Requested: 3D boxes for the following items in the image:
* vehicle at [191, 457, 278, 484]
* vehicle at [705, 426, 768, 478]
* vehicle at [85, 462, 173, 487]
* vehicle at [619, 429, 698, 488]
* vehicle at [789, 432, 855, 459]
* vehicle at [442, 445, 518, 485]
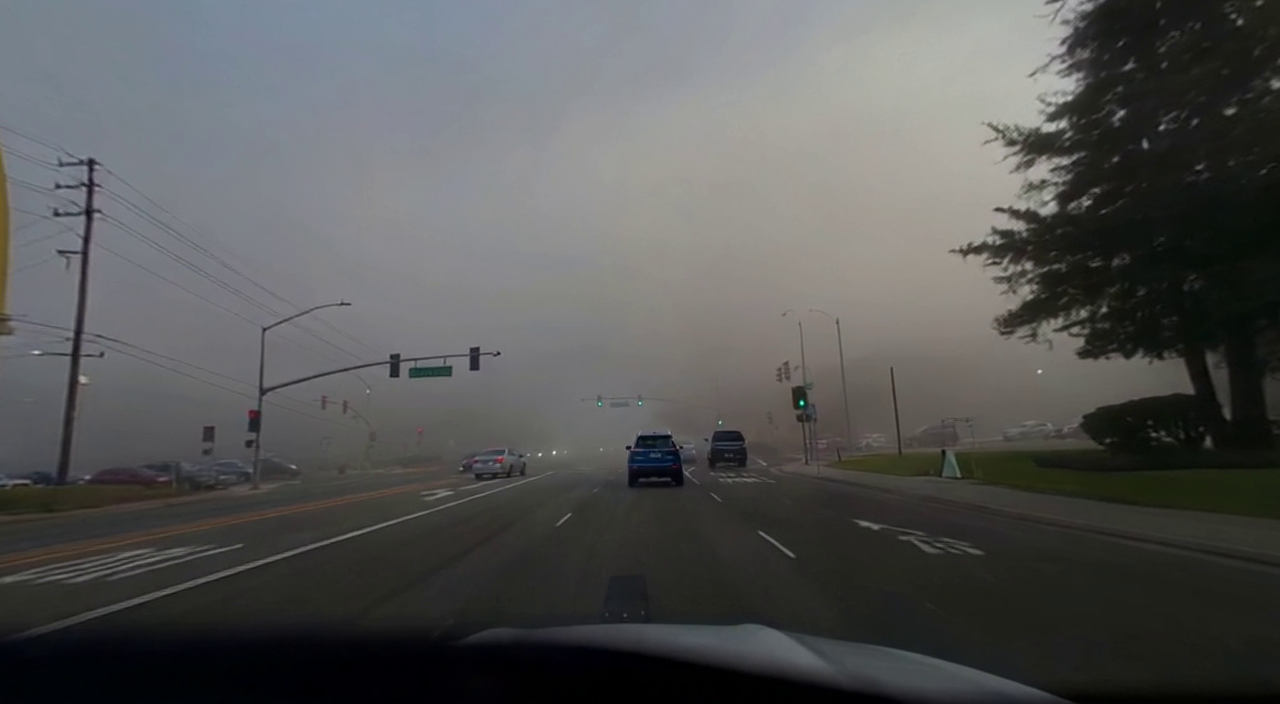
[{"bbox_3d":[-29.666,8.666,46.227,4.890,1.806,2.205,0,-9,2],"label":"vehicle"},{"bbox_3d":[4.319,4.597,29.203,2.452,2.148,5.877,-1,-9,5],"label":"vehicle"},{"bbox_3d":[-37.694,9.031,46.591,4.839,1.742,1.993,-1,-8,4],"label":"vehicle"},{"bbox_3d":[0.593,3.788,22.821,2.513,1.854,5.235,0,-9,0],"label":"vehicle"},{"bbox_3d":[12.622,6.489,43.608,4.386,1.760,2.228,7,-11,-38],"label":"vehicle"},{"bbox_3d":[-6.495,4.626,26.169,1.966,1.461,4.422,0,-9,1],"label":"vehicle"}]
